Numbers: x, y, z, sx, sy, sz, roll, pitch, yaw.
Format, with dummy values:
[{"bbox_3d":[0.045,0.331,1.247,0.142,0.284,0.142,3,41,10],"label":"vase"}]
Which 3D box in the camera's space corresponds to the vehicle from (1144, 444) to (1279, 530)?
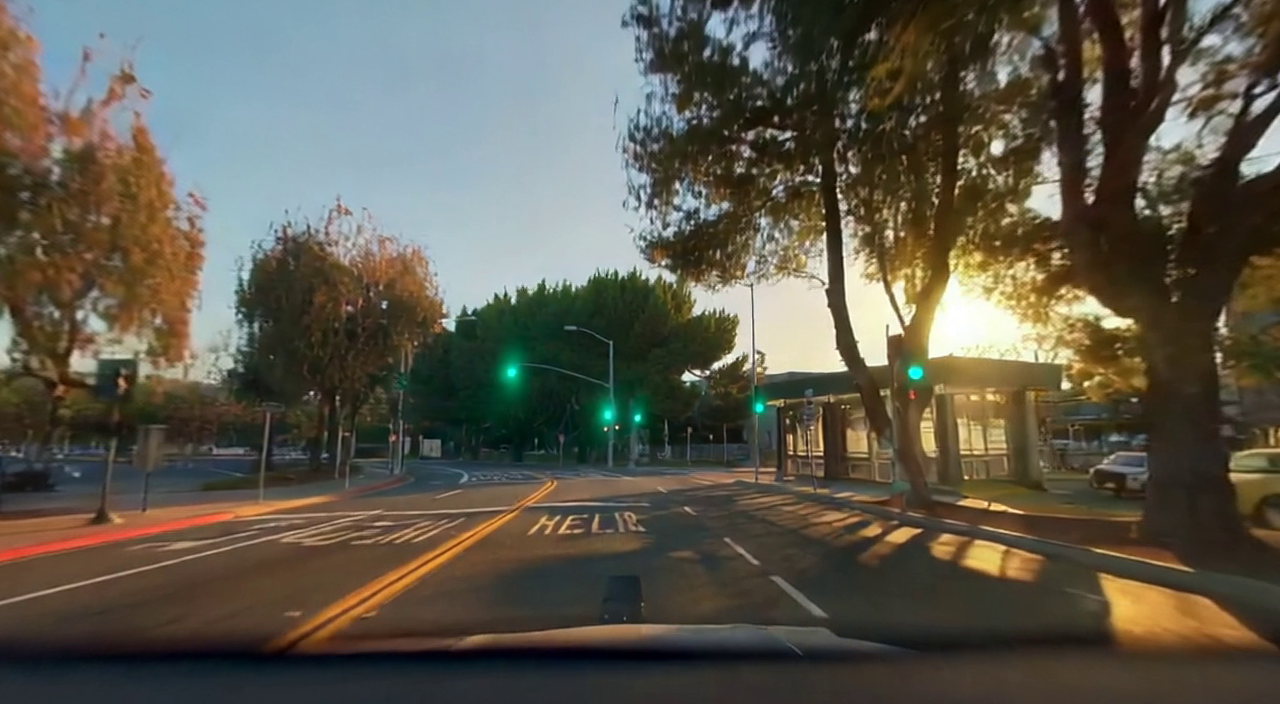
[{"bbox_3d":[12.433,2.426,11.453,4.484,1.443,2.094,-1,-10,9],"label":"vehicle"}]
